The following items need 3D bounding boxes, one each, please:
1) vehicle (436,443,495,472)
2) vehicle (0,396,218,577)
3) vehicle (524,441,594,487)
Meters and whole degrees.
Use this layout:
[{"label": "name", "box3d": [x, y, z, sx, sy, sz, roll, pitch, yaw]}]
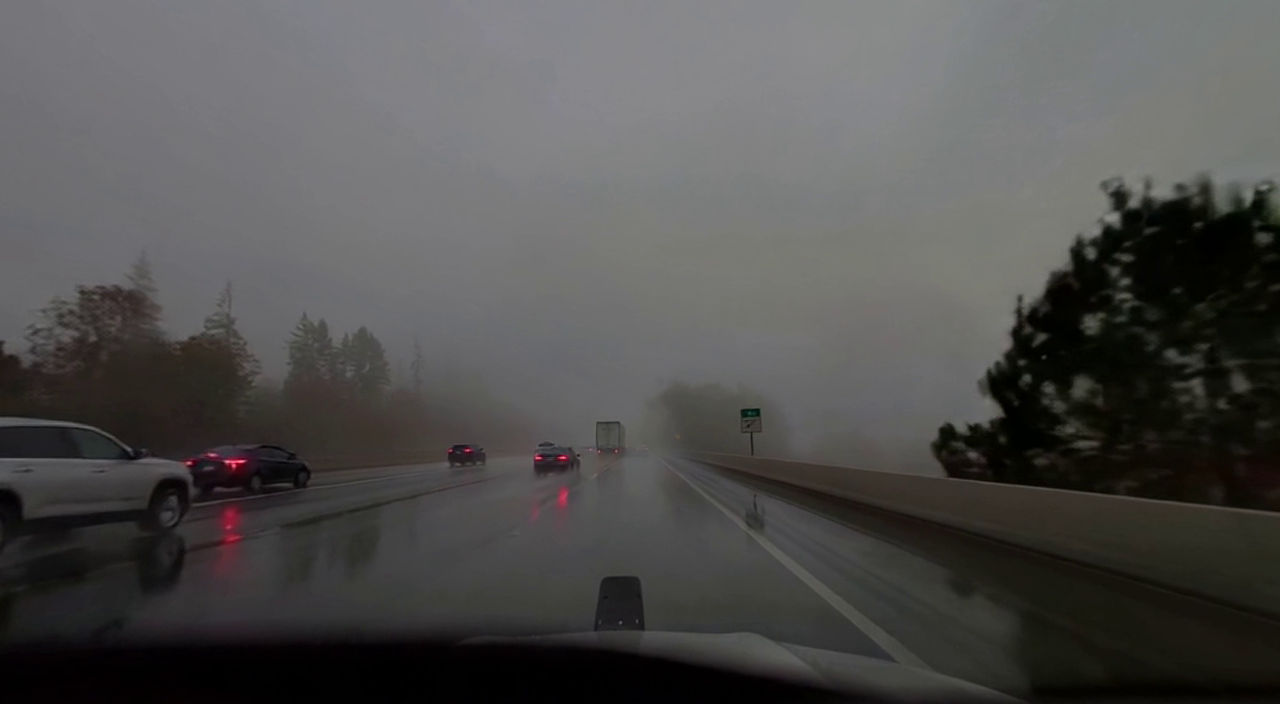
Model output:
[{"label": "vehicle", "box3d": [-9.825, 5.968, 35.770, 2.036, 1.506, 4.358, 0, -9, 1]}, {"label": "vehicle", "box3d": [-7.395, 1.369, 6.499, 2.115, 1.778, 5.572, 0, -9, 1]}, {"label": "vehicle", "box3d": [-2.890, 4.105, 23.402, 1.931, 1.528, 4.126, 0, -9, 2]}]
